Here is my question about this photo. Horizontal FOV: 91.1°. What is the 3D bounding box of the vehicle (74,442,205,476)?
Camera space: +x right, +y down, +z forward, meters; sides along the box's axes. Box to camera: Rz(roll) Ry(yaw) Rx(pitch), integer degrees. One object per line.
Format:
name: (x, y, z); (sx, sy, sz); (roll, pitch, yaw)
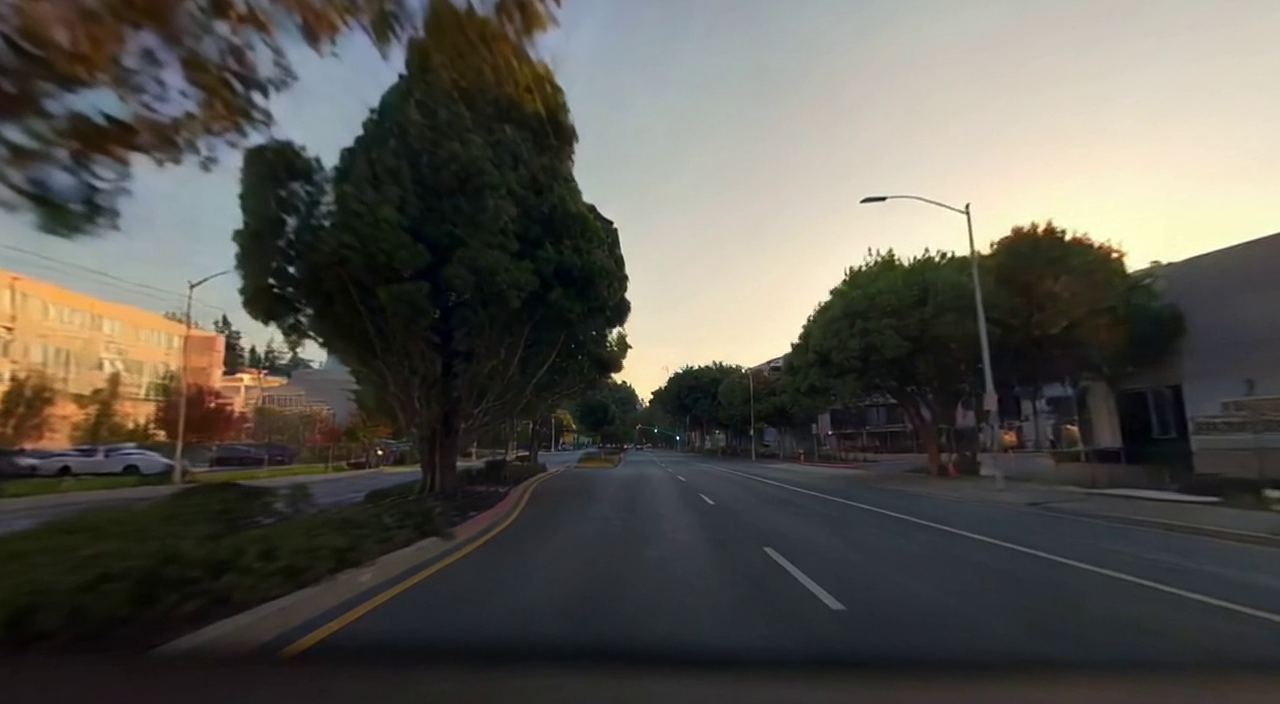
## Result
vehicle: (-26.047, 5.572, 32.828); (4.946, 1.656, 2.016); (1, -9, -4)

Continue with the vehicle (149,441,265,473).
vehicle: (-26.488, 6.408, 38.555); (5.511, 1.863, 2.092); (0, -8, -2)
